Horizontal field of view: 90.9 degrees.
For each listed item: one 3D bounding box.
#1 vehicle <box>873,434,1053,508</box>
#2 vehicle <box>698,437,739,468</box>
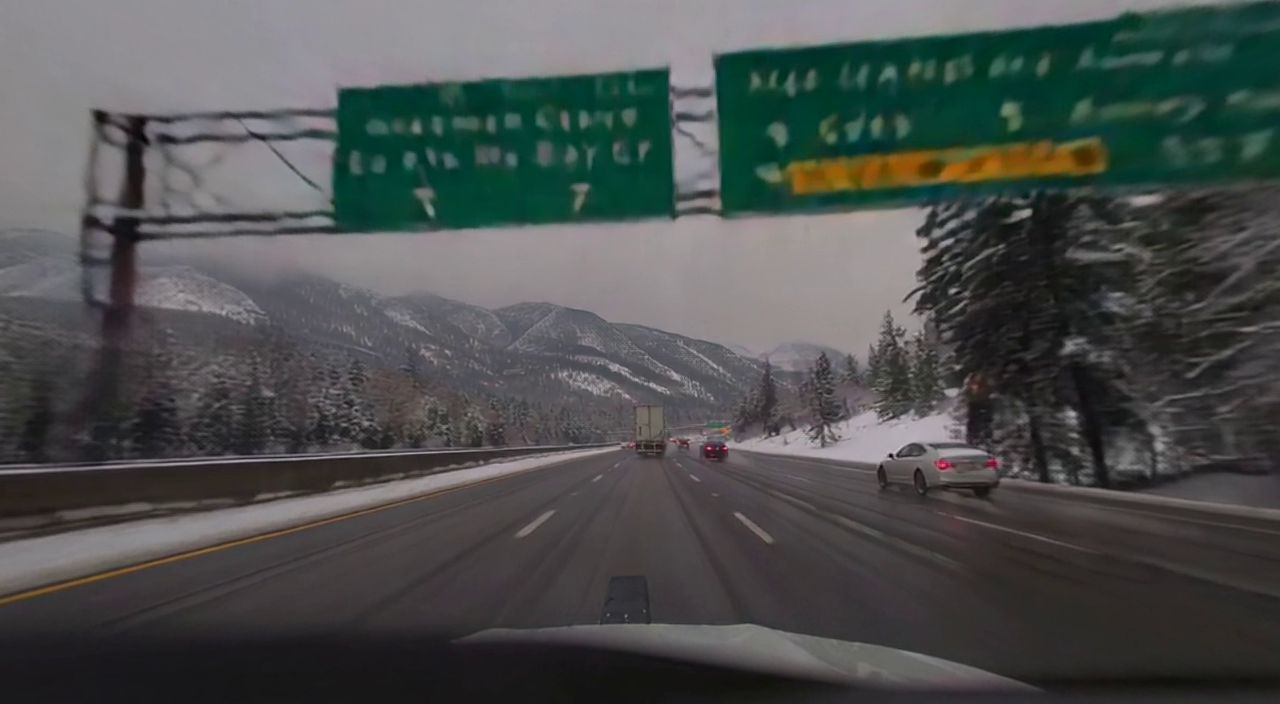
[{"bbox_3d":[7.213,2.677,14.656,1.982,1.440,4.171,0,-8,0],"label":"vehicle"},{"bbox_3d":[4.467,5.762,36.313,1.880,1.624,3.941,0,-8,1],"label":"vehicle"}]
